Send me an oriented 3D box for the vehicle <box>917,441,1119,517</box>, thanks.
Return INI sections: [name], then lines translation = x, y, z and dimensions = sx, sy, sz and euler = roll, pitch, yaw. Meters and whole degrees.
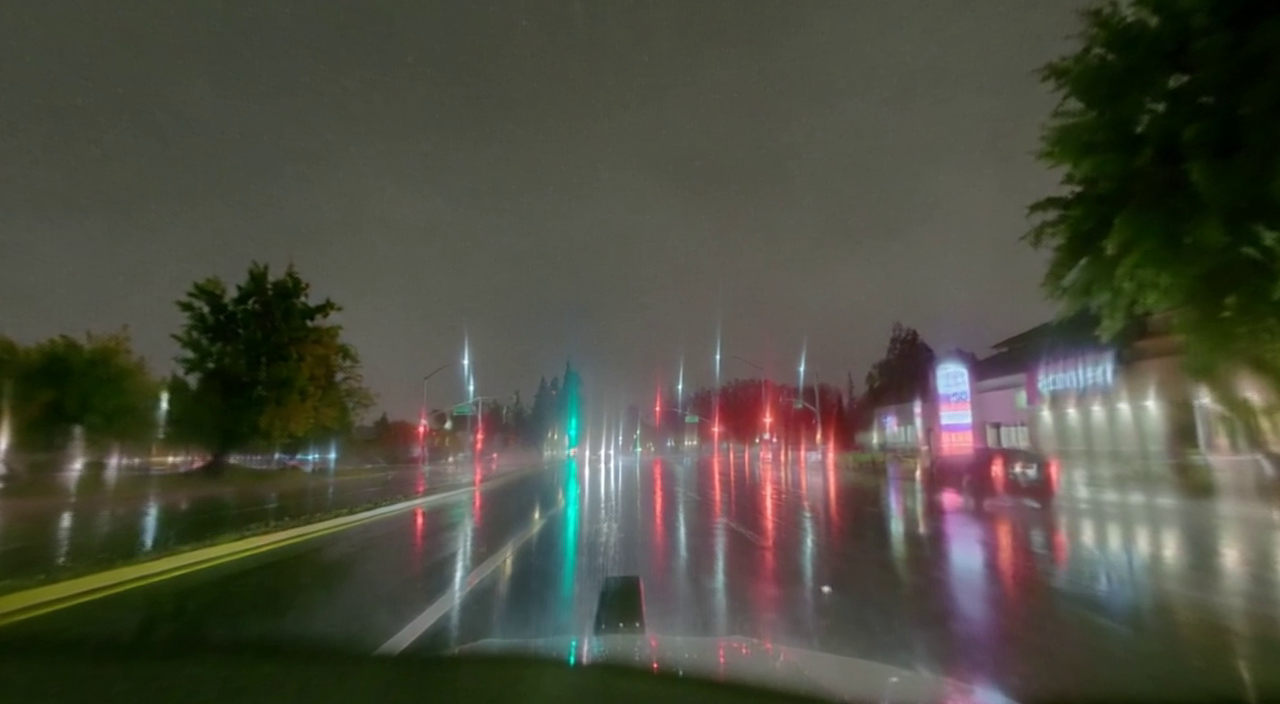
[vehicle]
translation = 8.340, 2.799, 14.516
dimensions = 1.936, 1.460, 4.258
euler = 0, -8, -1
